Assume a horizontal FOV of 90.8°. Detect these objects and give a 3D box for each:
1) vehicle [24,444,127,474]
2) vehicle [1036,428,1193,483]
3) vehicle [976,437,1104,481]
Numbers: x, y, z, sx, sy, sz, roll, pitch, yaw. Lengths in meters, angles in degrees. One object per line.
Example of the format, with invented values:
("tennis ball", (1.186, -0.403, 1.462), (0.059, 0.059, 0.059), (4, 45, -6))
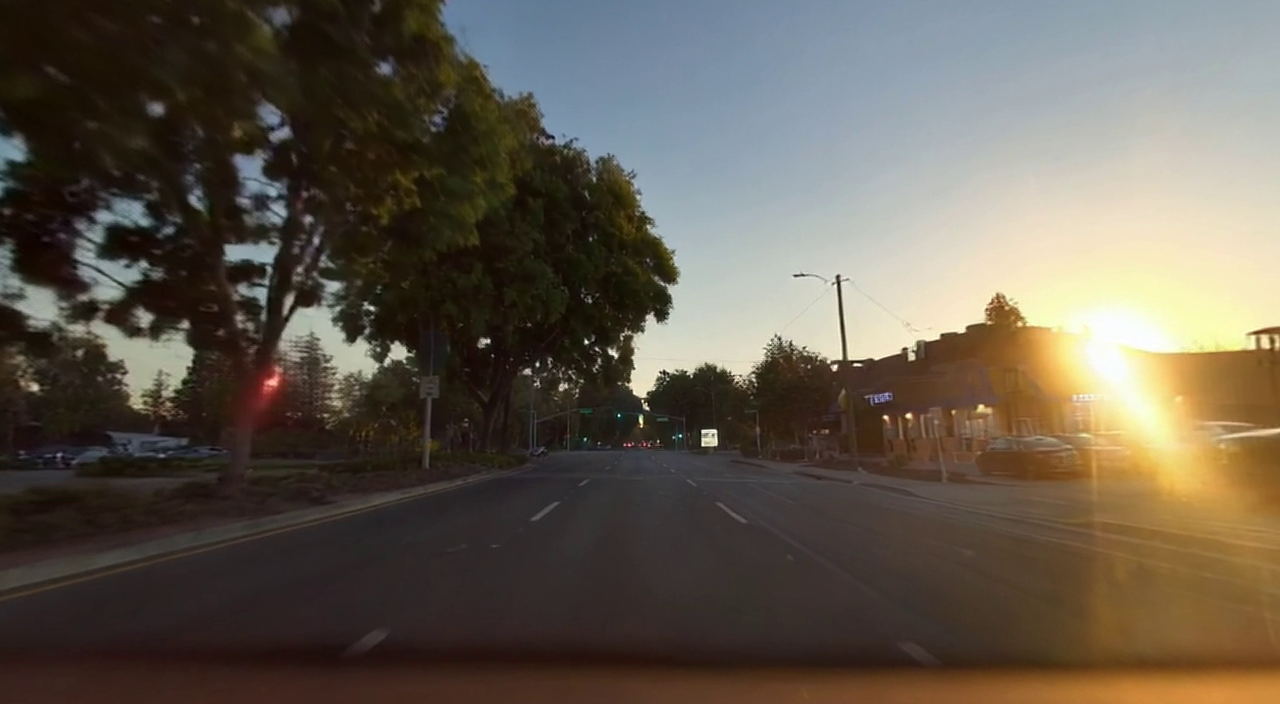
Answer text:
("vehicle", (-31.851, 6.039, 35.731), (3.894, 1.590, 1.908), (0, -8, -1))
("vehicle", (17.342, 3.817, 23.487), (2.038, 1.812, 4.851), (0, -8, 0))
("vehicle", (14.887, 3.985, 23.882), (1.920, 1.471, 4.516), (0, -8, 1))
